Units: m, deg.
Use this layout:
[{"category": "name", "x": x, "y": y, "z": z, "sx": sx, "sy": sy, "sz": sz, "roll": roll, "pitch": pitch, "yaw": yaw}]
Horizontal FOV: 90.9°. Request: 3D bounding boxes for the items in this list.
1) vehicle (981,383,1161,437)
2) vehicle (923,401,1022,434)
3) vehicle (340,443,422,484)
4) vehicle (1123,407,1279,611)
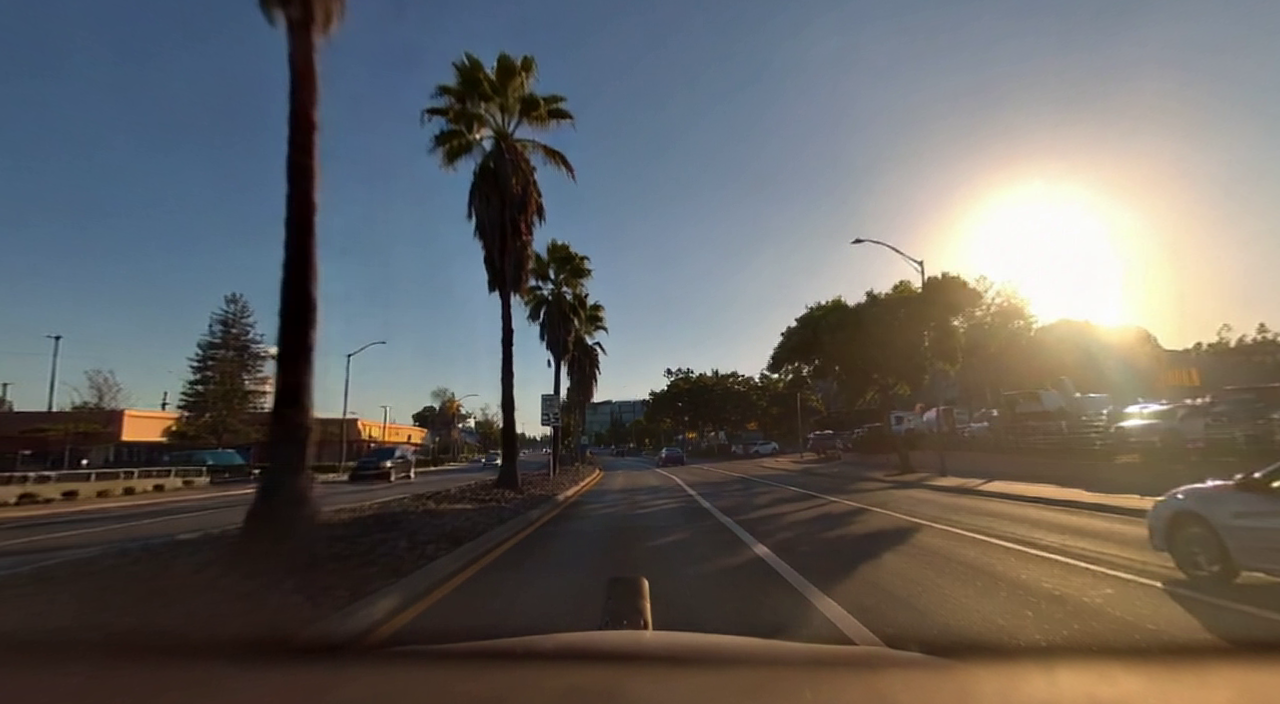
[{"category": "vehicle", "x": 18.051, "y": 2.491, "z": 26.671, "sx": 5.817, "sy": 1.906, "sz": 2.230, "roll": -2, "pitch": -12, "yaw": 0}, {"category": "vehicle", "x": 18.057, "y": 3.561, "z": 34.414, "sx": 4.237, "sy": 1.573, "sz": 2.011, "roll": -2, "pitch": -6, "yaw": -1}, {"category": "vehicle", "x": -13.186, "y": 5.683, "z": 32.513, "sx": 2.210, "sy": 1.889, "sz": 4.934, "roll": 0, "pitch": -8, "yaw": -2}, {"category": "vehicle", "x": 6.422, "y": 1.230, "z": 4.743, "sx": 2.124, "sy": 1.687, "sz": 4.266, "roll": 0, "pitch": -8, "yaw": -1}]
